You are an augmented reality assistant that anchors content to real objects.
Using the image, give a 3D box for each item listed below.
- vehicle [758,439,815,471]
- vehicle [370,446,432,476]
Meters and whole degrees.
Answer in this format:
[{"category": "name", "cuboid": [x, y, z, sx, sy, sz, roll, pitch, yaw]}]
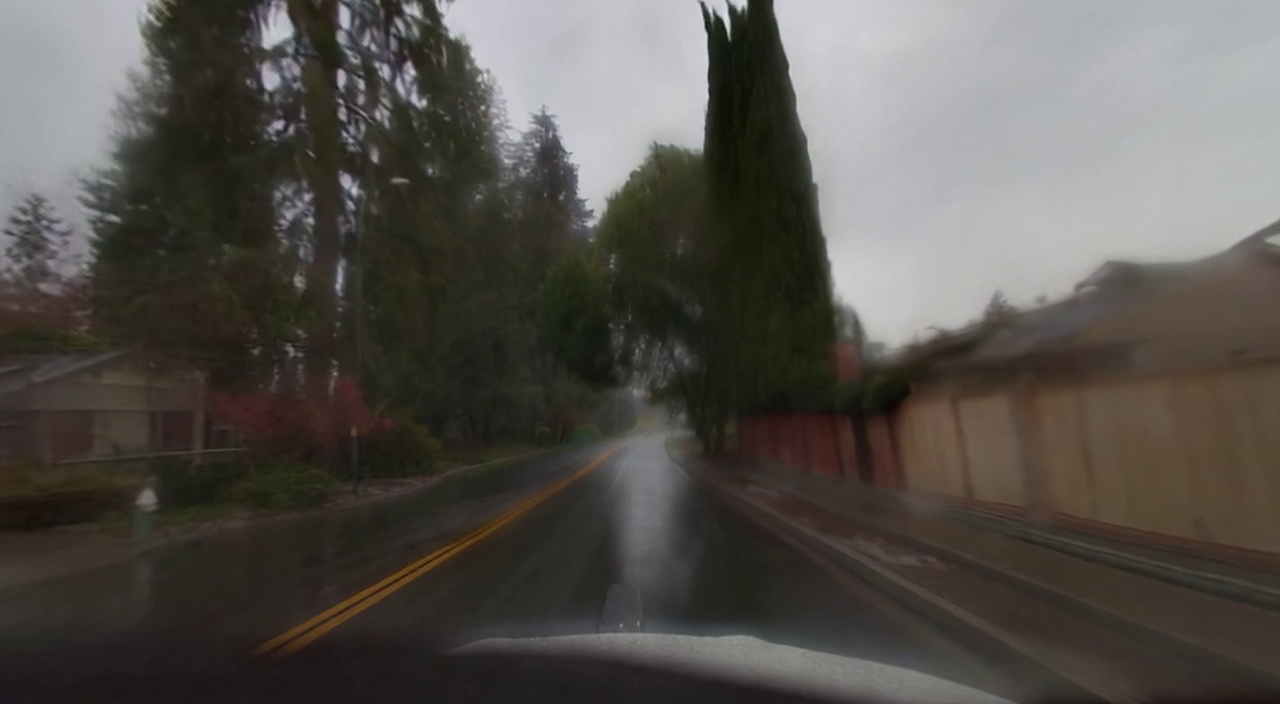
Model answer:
[{"category": "vehicle", "cuboid": [8.081, 5.721, 35.252, 1.954, 1.652, 4.520, 0, -8, -2]}, {"category": "vehicle", "cuboid": [-15.216, 6.937, 40.509, 2.177, 1.773, 4.656, 0, -8, 0]}]
